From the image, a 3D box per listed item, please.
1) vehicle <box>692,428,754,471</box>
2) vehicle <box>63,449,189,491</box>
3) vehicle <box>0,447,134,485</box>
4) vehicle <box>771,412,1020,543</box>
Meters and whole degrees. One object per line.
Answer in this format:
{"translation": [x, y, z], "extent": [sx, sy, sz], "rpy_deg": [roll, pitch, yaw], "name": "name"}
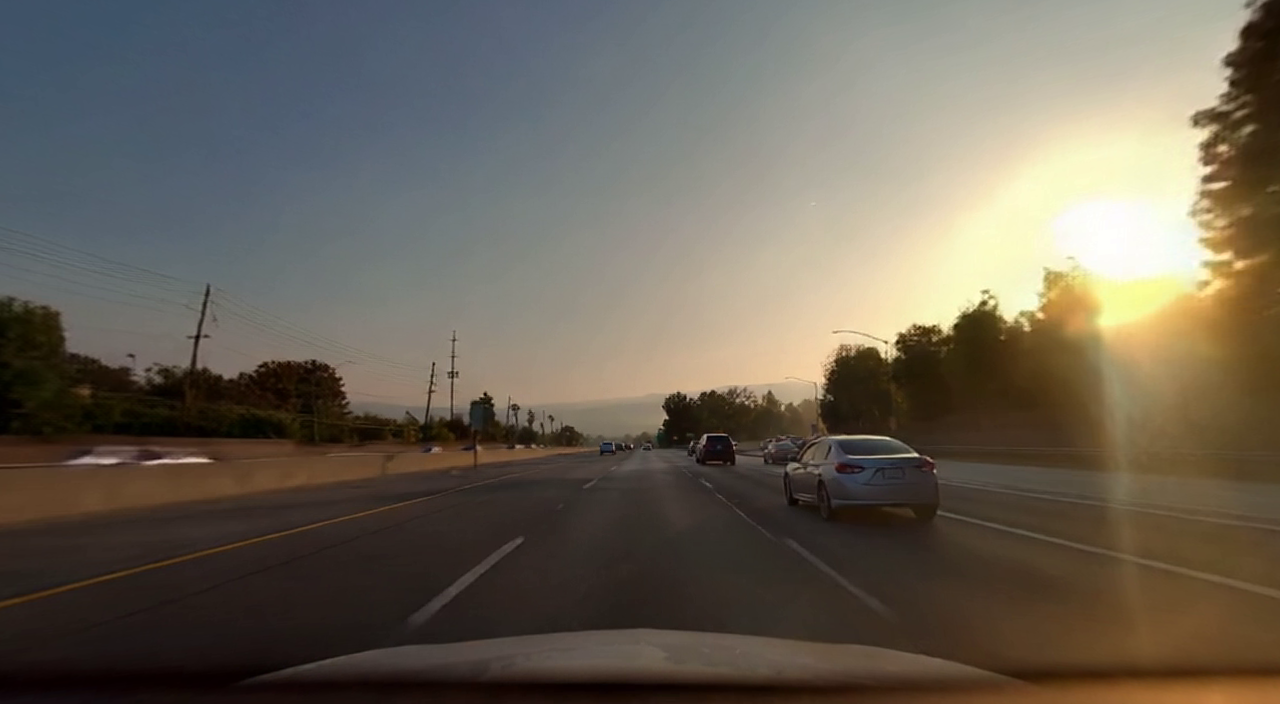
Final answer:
{"translation": [4.138, 4.987, 32.411], "extent": [2.442, 2.022, 5.466], "rpy_deg": [0, -8, 0], "name": "vehicle"}
{"translation": [-18.990, 4.345, 23.508], "extent": [1.662, 1.396, 3.501], "rpy_deg": [0, -8, 1], "name": "vehicle"}
{"translation": [-25.772, 5.079, 28.476], "extent": [2.049, 1.494, 4.540], "rpy_deg": [0, -8, 1], "name": "vehicle"}
{"translation": [3.697, 1.906, 10.240], "extent": [2.146, 1.639, 4.475], "rpy_deg": [0, -8, 0], "name": "vehicle"}
